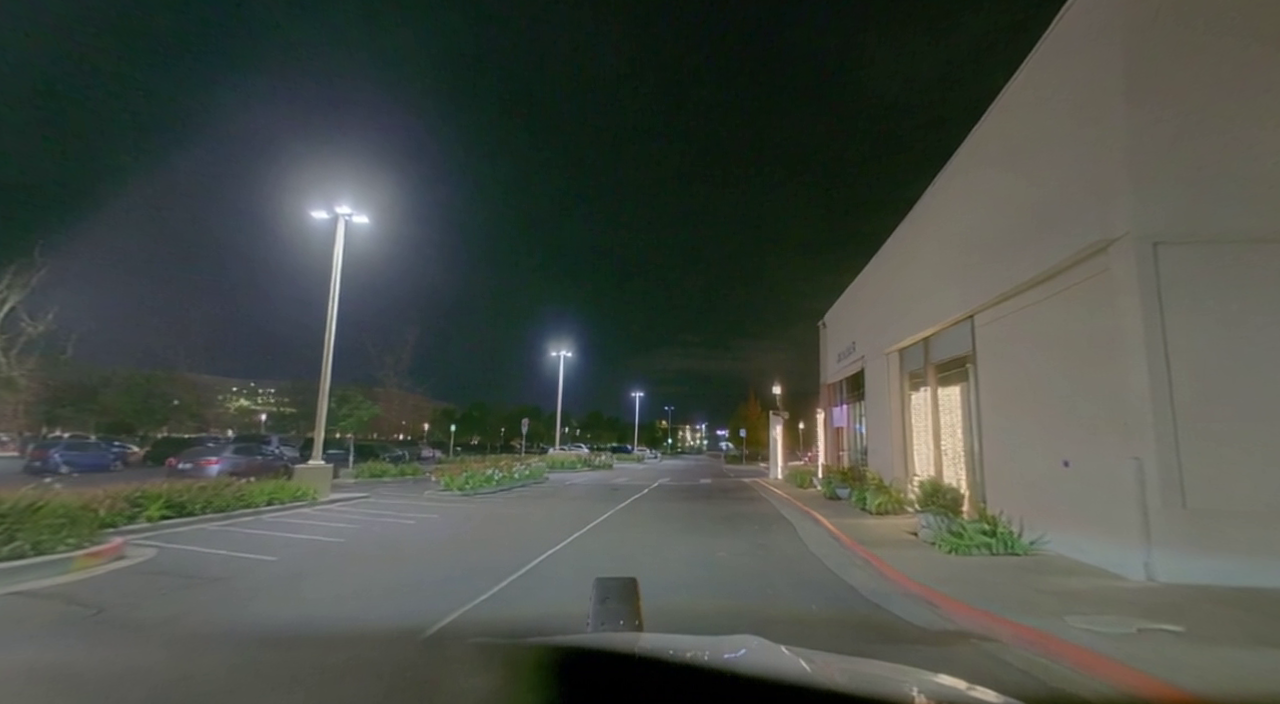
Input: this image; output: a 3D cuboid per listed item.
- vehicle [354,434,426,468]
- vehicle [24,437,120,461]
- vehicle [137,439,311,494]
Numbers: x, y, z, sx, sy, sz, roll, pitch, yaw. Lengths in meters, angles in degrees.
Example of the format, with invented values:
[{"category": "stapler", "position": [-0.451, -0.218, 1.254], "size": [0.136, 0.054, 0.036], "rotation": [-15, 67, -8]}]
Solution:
[{"category": "vehicle", "position": [-15.149, 6.049, 38.589], "size": [1.972, 1.923, 4.535], "rotation": [-1, -9, 8]}, {"category": "vehicle", "position": [-36.628, 6.301, 40.897], "size": [1.858, 1.449, 4.296], "rotation": [-2, -9, 10]}, {"category": "vehicle", "position": [-12.307, 3.391, 19.124], "size": [1.847, 1.443, 4.484], "rotation": [-1, -9, 7]}]
